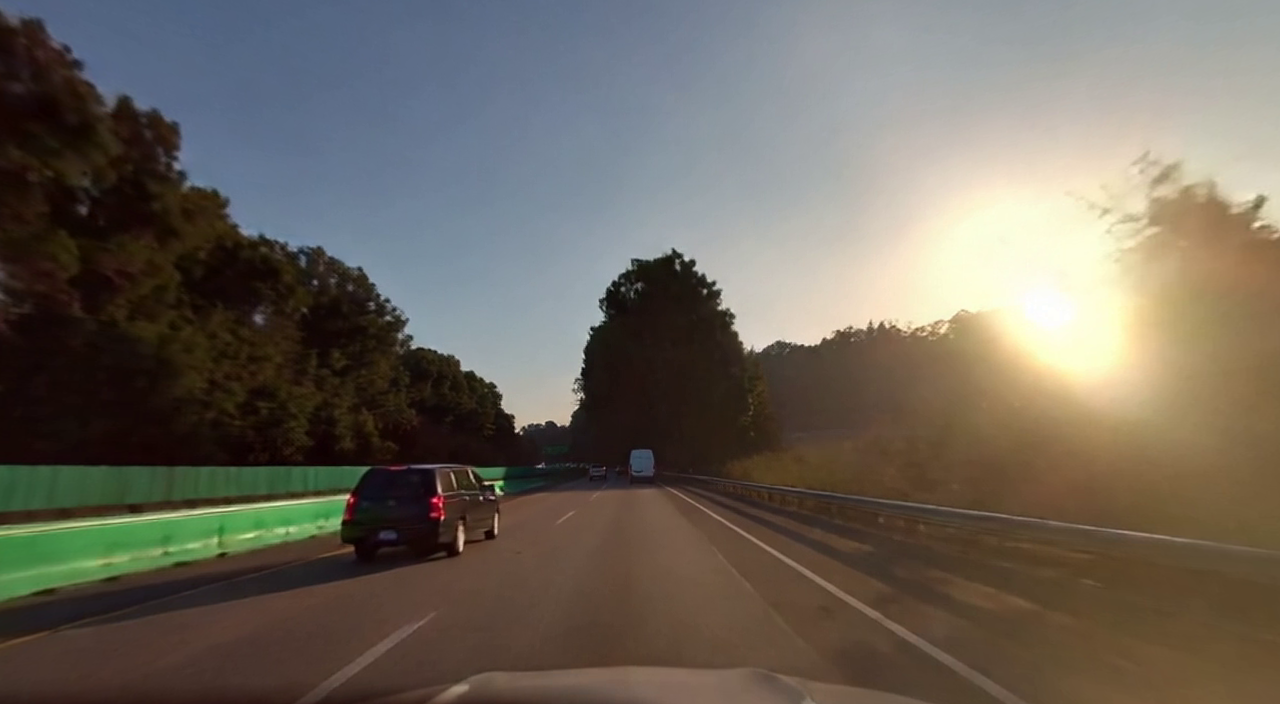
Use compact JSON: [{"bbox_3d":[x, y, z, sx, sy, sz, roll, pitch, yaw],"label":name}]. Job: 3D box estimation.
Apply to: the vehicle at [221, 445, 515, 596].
[{"bbox_3d":[-3.206,2.126,8.668,2.038,1.490,4.391,1,-11,0],"label":"vehicle"}]
